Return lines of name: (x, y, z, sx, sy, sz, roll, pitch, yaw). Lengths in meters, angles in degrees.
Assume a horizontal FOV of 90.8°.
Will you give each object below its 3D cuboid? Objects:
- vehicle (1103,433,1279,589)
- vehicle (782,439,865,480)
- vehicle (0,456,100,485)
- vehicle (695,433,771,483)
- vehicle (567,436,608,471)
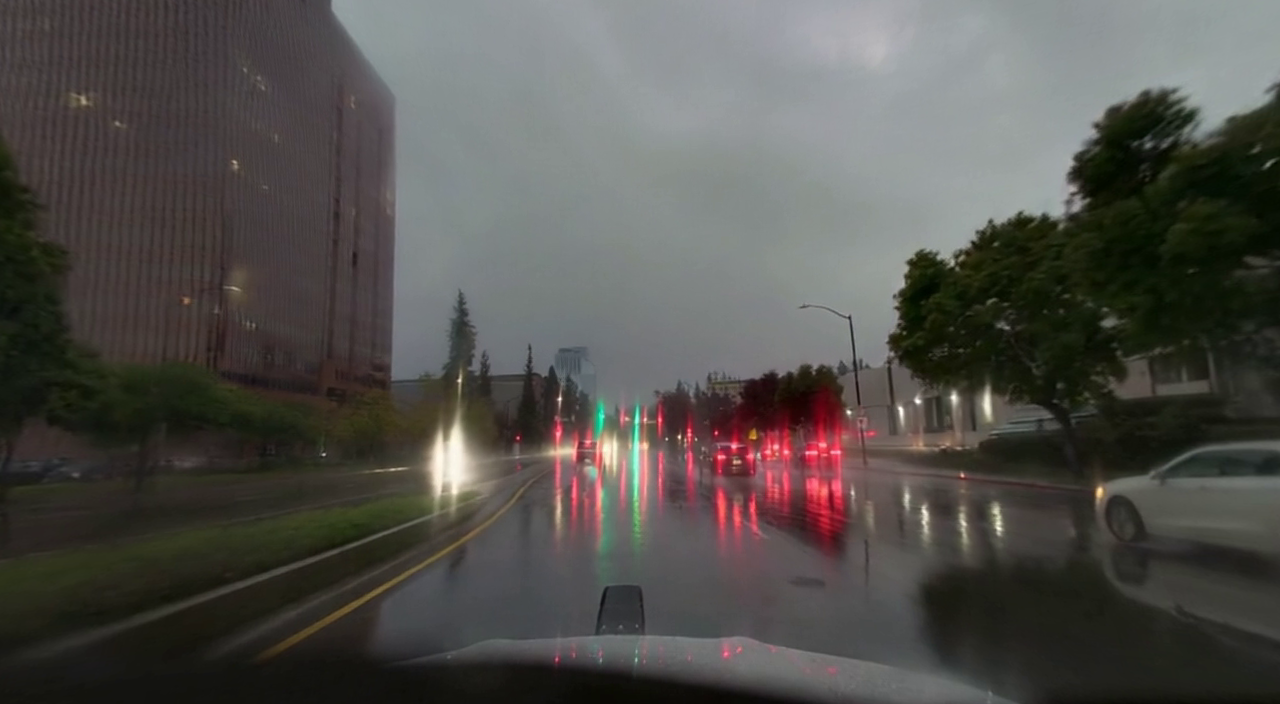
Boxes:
vehicle: (6.893, 1.471, 5.855, 1.830, 1.443, 4.351, 0, -8, -1)
vehicle: (7.421, 4.386, 26.067, 1.944, 1.503, 4.723, 0, -8, -1)
vehicle: (-33.908, 6.758, 36.013, 4.468, 1.535, 1.940, 0, -8, 1)
vehicle: (3.546, 4.162, 25.102, 2.152, 1.742, 4.704, 0, -8, -2)
vehicle: (-2.880, 5.648, 35.323, 2.155, 1.797, 3.989, 0, -8, -3)
